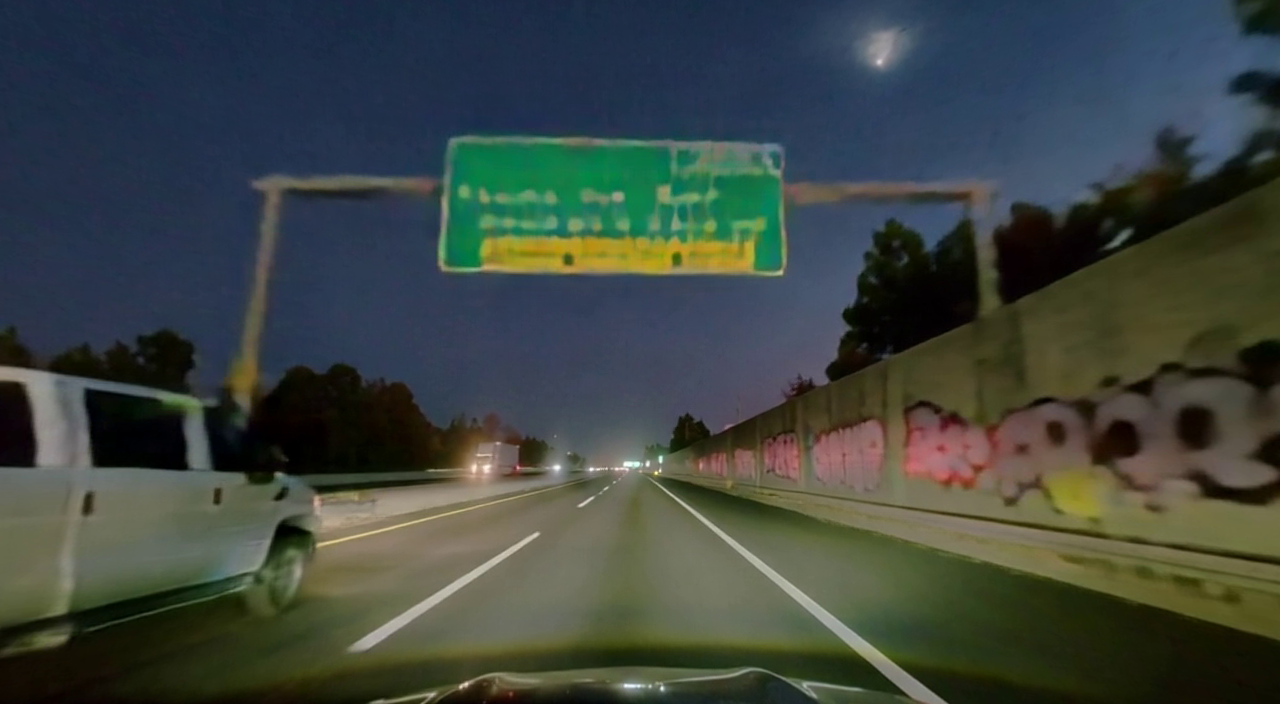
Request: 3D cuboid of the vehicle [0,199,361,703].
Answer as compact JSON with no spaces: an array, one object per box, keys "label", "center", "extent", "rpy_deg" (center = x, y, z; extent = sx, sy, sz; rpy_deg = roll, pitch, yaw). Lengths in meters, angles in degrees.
[{"label":"vehicle","center":[-4.272,0.637,3.557],"extent":[2.597,2.434,6.020],"rpy_deg":[1,-11,0]}]
